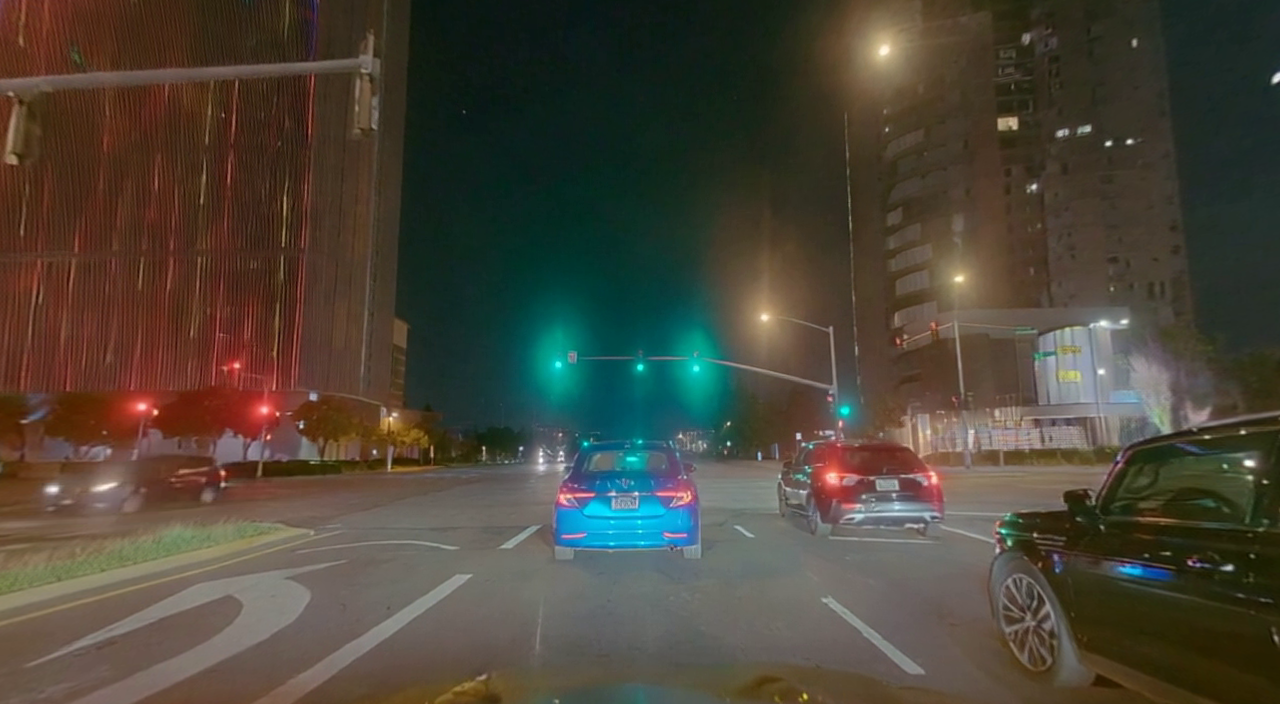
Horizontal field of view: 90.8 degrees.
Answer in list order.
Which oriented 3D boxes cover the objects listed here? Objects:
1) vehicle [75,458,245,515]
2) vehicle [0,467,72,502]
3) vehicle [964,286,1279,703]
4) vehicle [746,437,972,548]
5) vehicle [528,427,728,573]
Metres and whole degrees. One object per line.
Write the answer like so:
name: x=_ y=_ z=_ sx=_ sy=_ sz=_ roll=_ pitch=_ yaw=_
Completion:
vehicle: x=-14.599 y=4.079 z=19.612 sx=1.817 sy=1.442 sz=4.371 roll=0 pitch=-8 yaw=0
vehicle: x=-28.012 y=6.109 z=29.416 sx=1.972 sy=1.433 sz=4.324 roll=8 pitch=-12 yaw=-39
vehicle: x=3.005 y=0.640 z=1.592 sx=2.047 sy=1.785 sz=4.357 roll=0 pitch=-8 yaw=0
vehicle: x=3.213 y=2.142 z=10.418 sx=2.009 sy=1.414 sz=4.416 roll=0 pitch=-8 yaw=-2
vehicle: x=-0.144 y=1.846 z=8.640 sx=2.095 sy=1.502 sz=3.873 roll=0 pitch=-8 yaw=0
